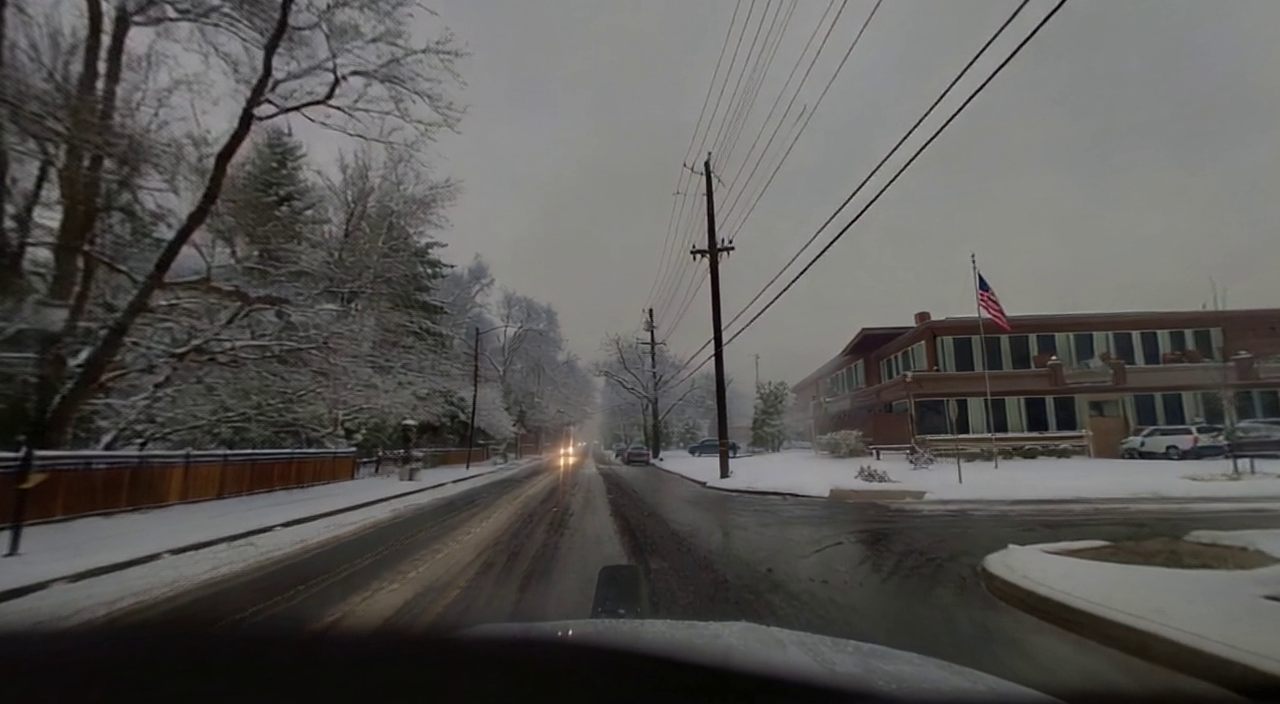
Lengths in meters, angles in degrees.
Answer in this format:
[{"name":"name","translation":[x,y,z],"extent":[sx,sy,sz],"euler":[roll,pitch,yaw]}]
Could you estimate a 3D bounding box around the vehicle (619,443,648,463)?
[{"name":"vehicle","translation":[-0.530,7.774,48.976],"extent":[1.941,1.460,4.206],"euler":[1,-9,-5]}]
